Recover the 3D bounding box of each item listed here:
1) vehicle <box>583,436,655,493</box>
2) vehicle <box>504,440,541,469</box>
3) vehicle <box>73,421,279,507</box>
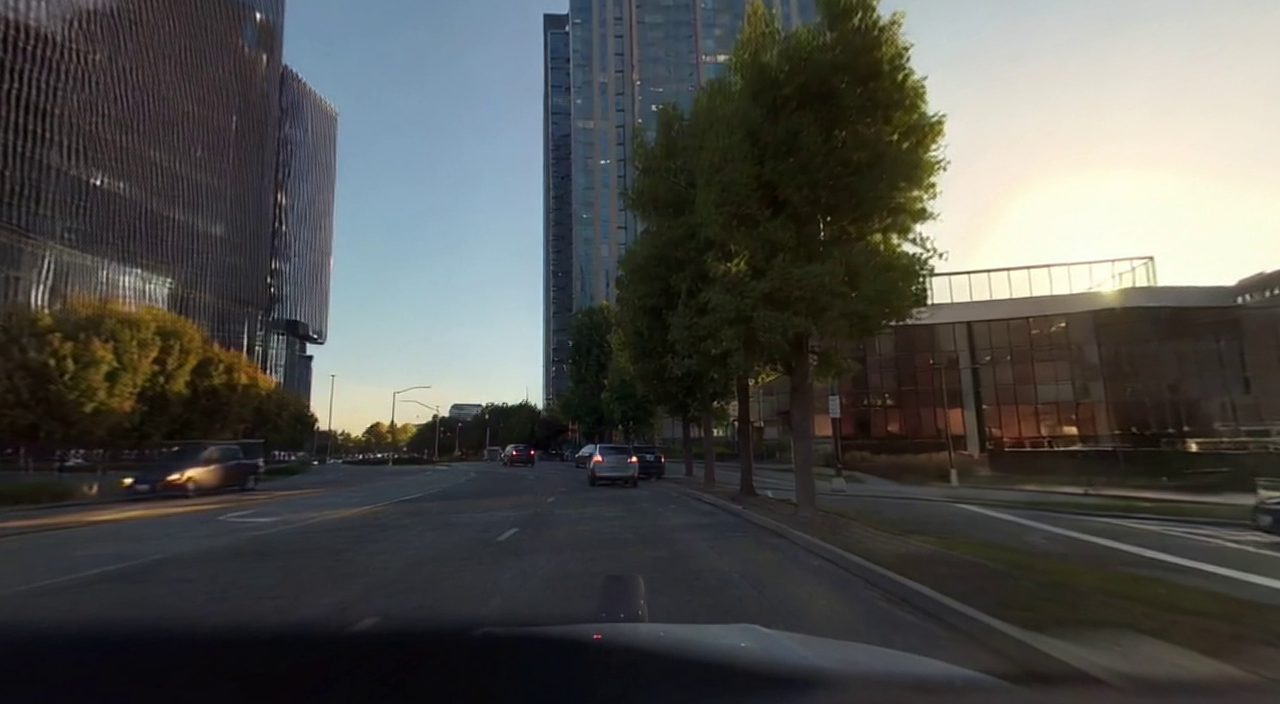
[{"bbox_3d":[-0.636,3.716,21.171,2.183,1.675,4.319,0,-9,0],"label":"vehicle"},{"bbox_3d":[-7.656,6.600,40.623,2.121,1.728,4.161,2,-9,-13],"label":"vehicle"},{"bbox_3d":[-13.066,3.372,18.372,2.334,1.945,5.298,6,-13,-7],"label":"vehicle"}]
